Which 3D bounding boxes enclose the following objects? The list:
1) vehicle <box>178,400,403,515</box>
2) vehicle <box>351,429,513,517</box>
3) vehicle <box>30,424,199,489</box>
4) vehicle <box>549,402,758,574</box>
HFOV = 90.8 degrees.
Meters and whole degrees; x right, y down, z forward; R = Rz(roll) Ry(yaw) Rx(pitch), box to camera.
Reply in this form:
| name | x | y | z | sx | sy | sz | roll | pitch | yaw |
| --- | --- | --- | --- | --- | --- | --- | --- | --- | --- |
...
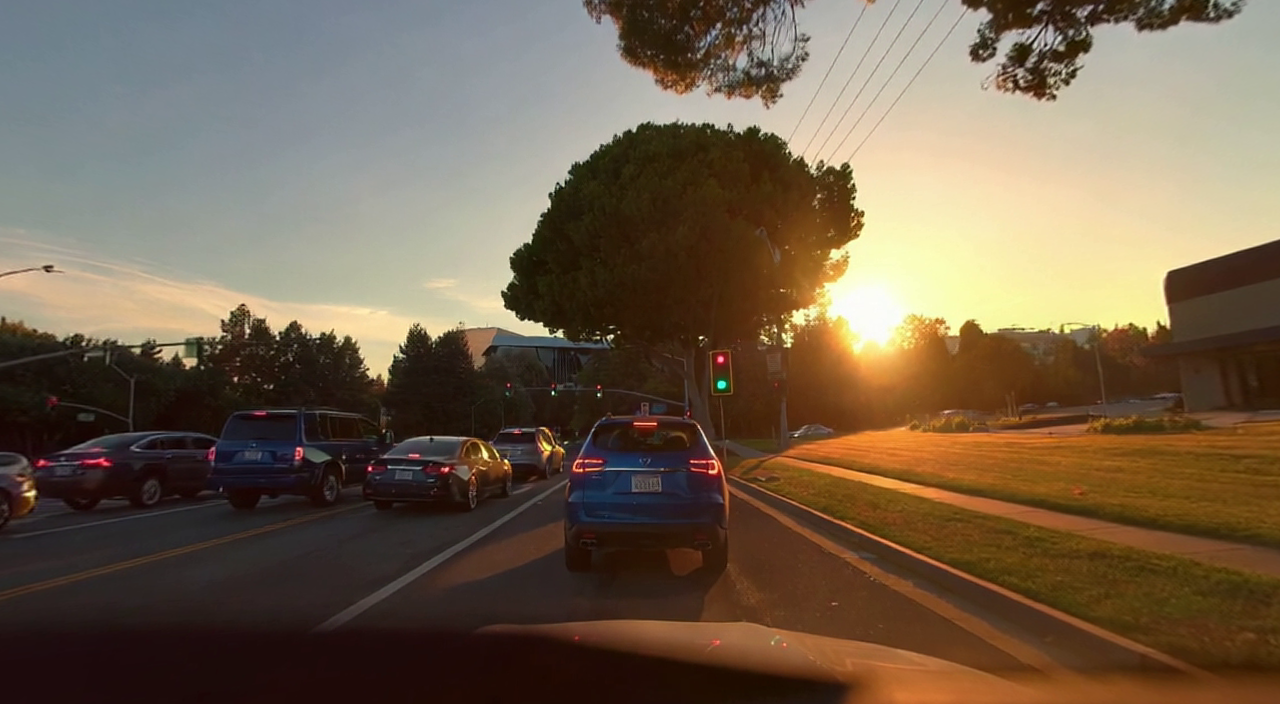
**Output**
| name | x | y | z | sx | sy | sz | roll | pitch | yaw |
| --- | --- | --- | --- | --- | --- | --- | --- | --- | --- |
| vehicle | -7.403 | 2.326 | 14.262 | 2.195 | 2.093 | 5.185 | 0 | -9 | -1 |
| vehicle | -4.088 | 2.437 | 13.239 | 1.942 | 1.523 | 4.212 | 0 | -9 | 0 |
| vehicle | -17.685 | 3.534 | 21.625 | 2.136 | 1.976 | 4.342 | 0 | -9 | -4 |
| vehicle | 0.108 | 1.656 | 8.428 | 2.055 | 1.681 | 4.270 | 0 | -9 | -1 |
